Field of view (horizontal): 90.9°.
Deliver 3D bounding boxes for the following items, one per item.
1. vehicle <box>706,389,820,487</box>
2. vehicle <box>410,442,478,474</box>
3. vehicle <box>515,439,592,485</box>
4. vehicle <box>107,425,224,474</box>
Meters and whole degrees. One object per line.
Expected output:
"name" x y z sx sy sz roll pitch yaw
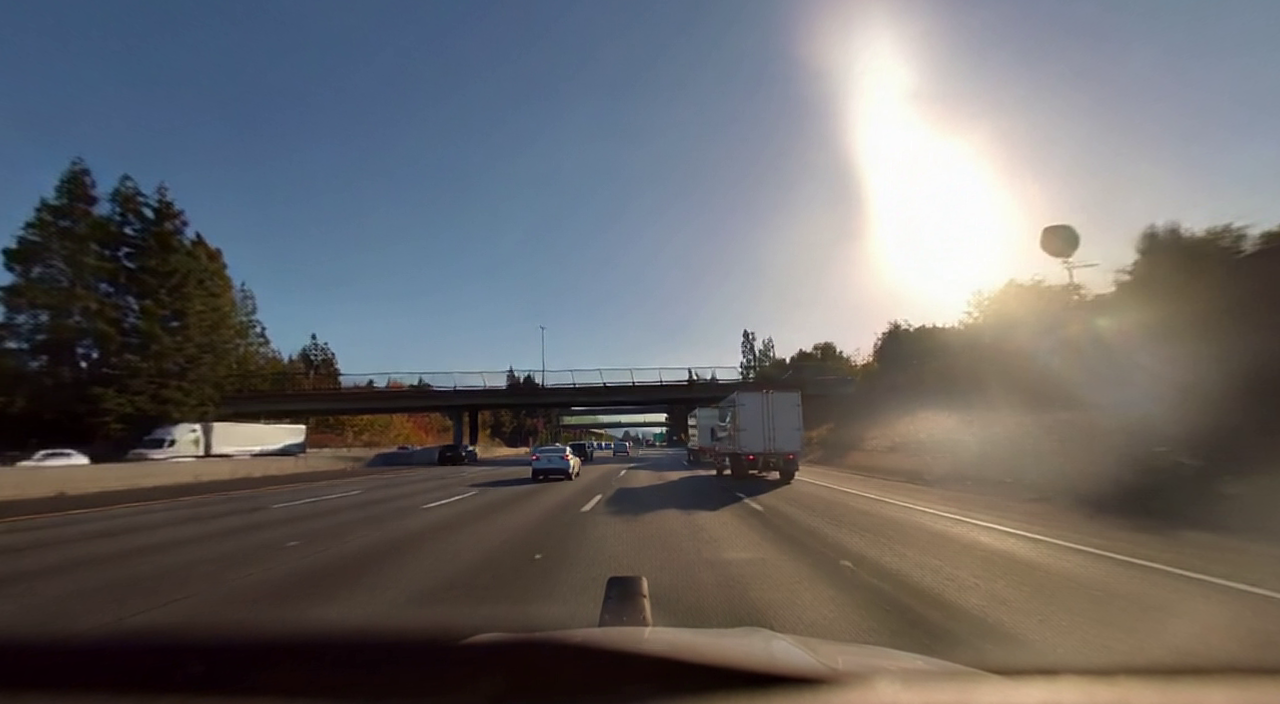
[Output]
"vehicle" 4.225 3.218 23.451 2.732 3.052 7.118 0 -8 0
"vehicle" -9.733 5.301 31.717 1.899 1.465 4.589 0 -8 1
"vehicle" -2.927 3.843 22.380 1.981 1.473 4.317 0 -8 2
"vehicle" -35.503 7.316 47.598 2.955 3.376 7.255 0 -8 1
